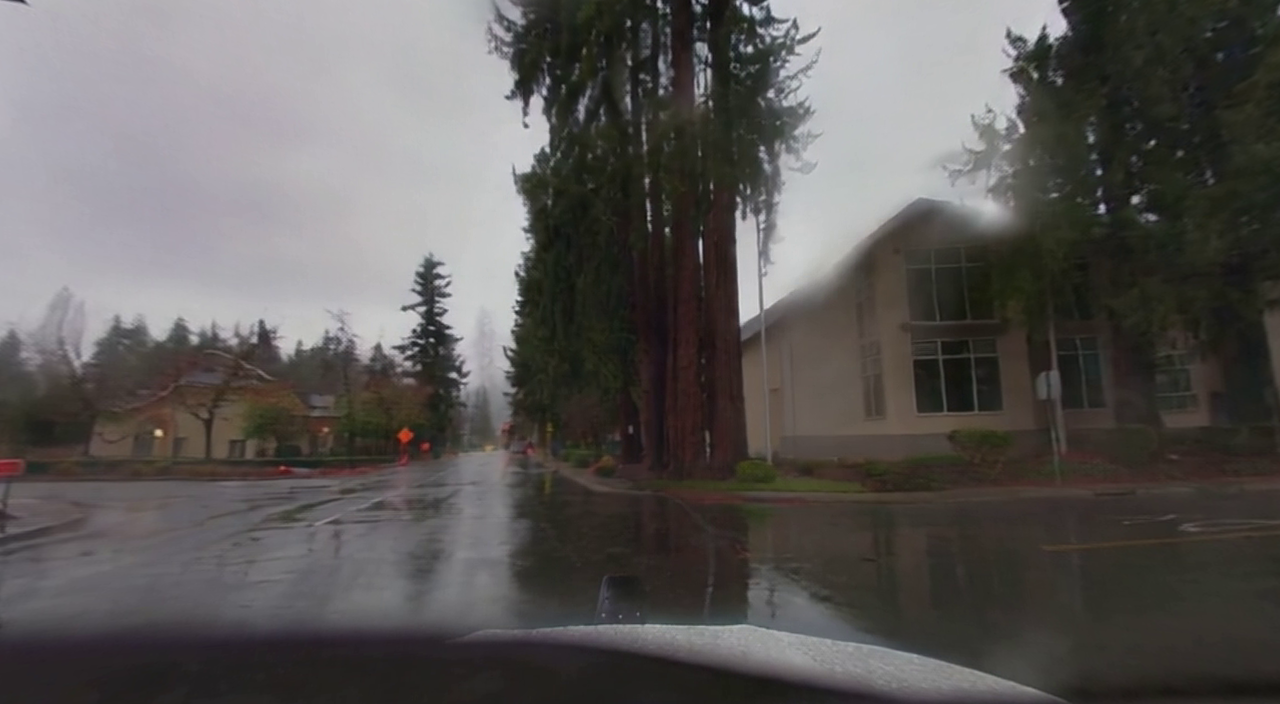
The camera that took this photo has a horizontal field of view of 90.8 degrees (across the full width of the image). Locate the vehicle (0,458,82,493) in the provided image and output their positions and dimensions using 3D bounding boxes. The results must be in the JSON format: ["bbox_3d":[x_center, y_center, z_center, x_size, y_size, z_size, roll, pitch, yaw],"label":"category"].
[{"bbox_3d":[-28.571,5.702,29.507,1.771,1.432,4.363,2,-9,-13],"label":"vehicle"}]
